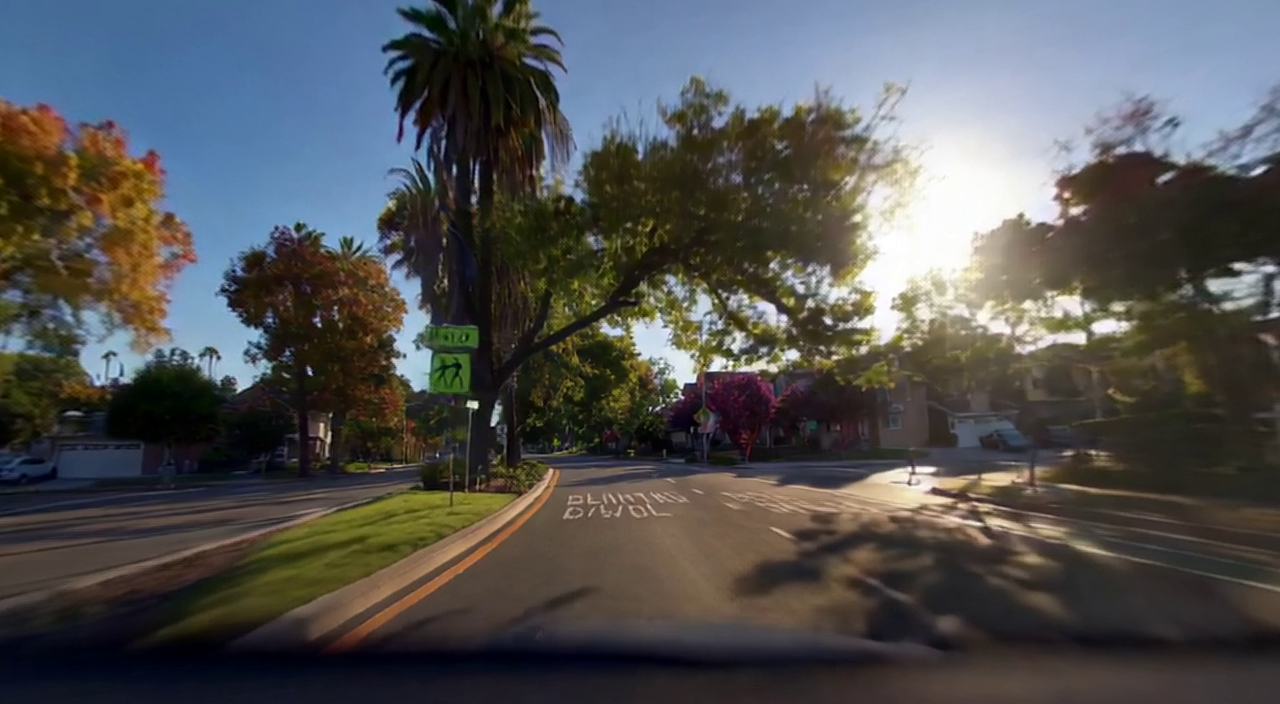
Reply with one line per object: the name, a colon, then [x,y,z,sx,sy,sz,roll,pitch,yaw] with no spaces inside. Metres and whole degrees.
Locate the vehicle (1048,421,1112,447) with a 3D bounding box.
vehicle: [29.636,5.568,42.571,1.798,1.621,3.735,-1,-9,4]

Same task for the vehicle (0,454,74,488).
vehicle: [-38.815,7.491,40.049,2.227,1.905,5.954,3,-9,-23]

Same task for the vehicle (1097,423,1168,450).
vehicle: [32.402,5.618,41.609,1.854,1.512,4.082,-6,-10,9]

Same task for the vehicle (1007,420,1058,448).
vehicle: [25.919,5.407,41.790,1.994,1.714,4.222,-2,-7,20]

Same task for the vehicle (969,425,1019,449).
vehicle: [23.723,5.697,42.413,1.702,1.536,3.896,-1,-8,11]
